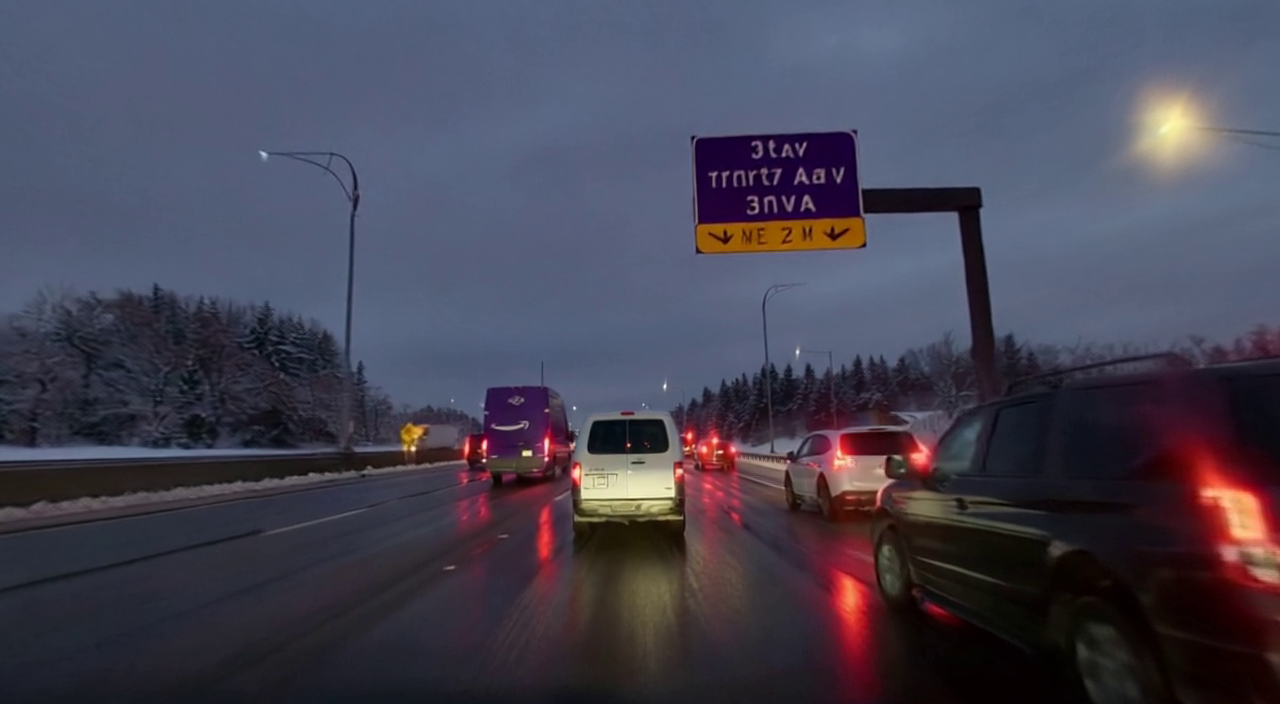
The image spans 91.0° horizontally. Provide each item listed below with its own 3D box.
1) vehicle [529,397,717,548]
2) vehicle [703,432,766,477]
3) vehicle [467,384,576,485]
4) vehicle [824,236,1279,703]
[{"bbox_3d":[-0.211,1.802,9.952,2.287,1.823,4.369,0,-9,0],"label":"vehicle"},{"bbox_3d":[3.961,4.399,27.200,2.064,1.720,4.416,0,-9,0],"label":"vehicle"},{"bbox_3d":[-3.702,2.834,21.283,2.415,2.821,6.636,1,-9,0],"label":"vehicle"},{"bbox_3d":[3.006,0.873,3.503,2.341,1.890,5.144,1,-9,-1],"label":"vehicle"}]
